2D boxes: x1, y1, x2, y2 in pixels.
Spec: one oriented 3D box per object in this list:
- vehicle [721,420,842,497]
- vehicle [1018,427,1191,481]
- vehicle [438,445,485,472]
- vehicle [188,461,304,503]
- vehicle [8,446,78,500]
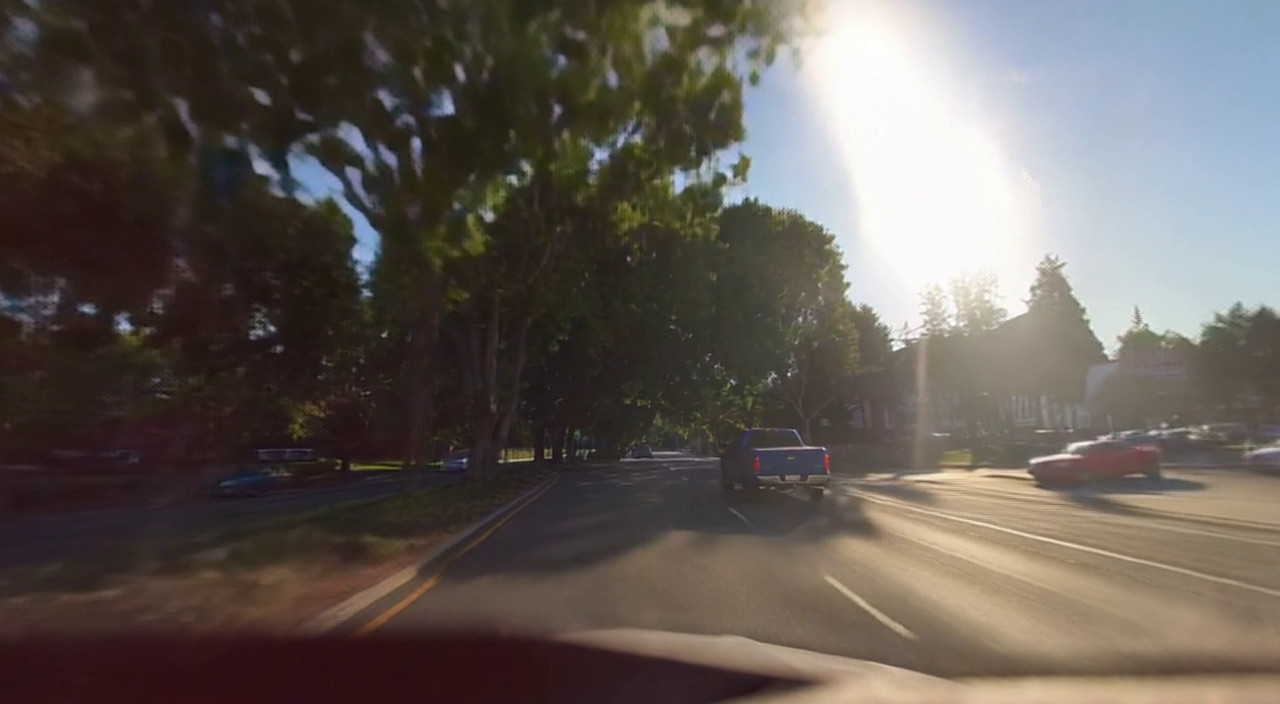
[{"bbox_3d":[3.725,2.925,17.797,2.138,1.836,5.245,0,-8,-1],"label":"vehicle"},{"bbox_3d":[16.386,3.609,22.475,4.554,1.566,1.925,-3,-8,-1],"label":"vehicle"},{"bbox_3d":[-12.870,7.719,45.882,2.126,1.800,4.925,0,-8,-1],"label":"vehicle"},{"bbox_3d":[-16.300,5.361,26.454,1.910,1.468,4.496,0,-8,1],"label":"vehicle"},{"bbox_3d":[-30.340,6.124,32.146,1.541,2.550,1.957,-3,-9,0],"label":"vehicle"}]
